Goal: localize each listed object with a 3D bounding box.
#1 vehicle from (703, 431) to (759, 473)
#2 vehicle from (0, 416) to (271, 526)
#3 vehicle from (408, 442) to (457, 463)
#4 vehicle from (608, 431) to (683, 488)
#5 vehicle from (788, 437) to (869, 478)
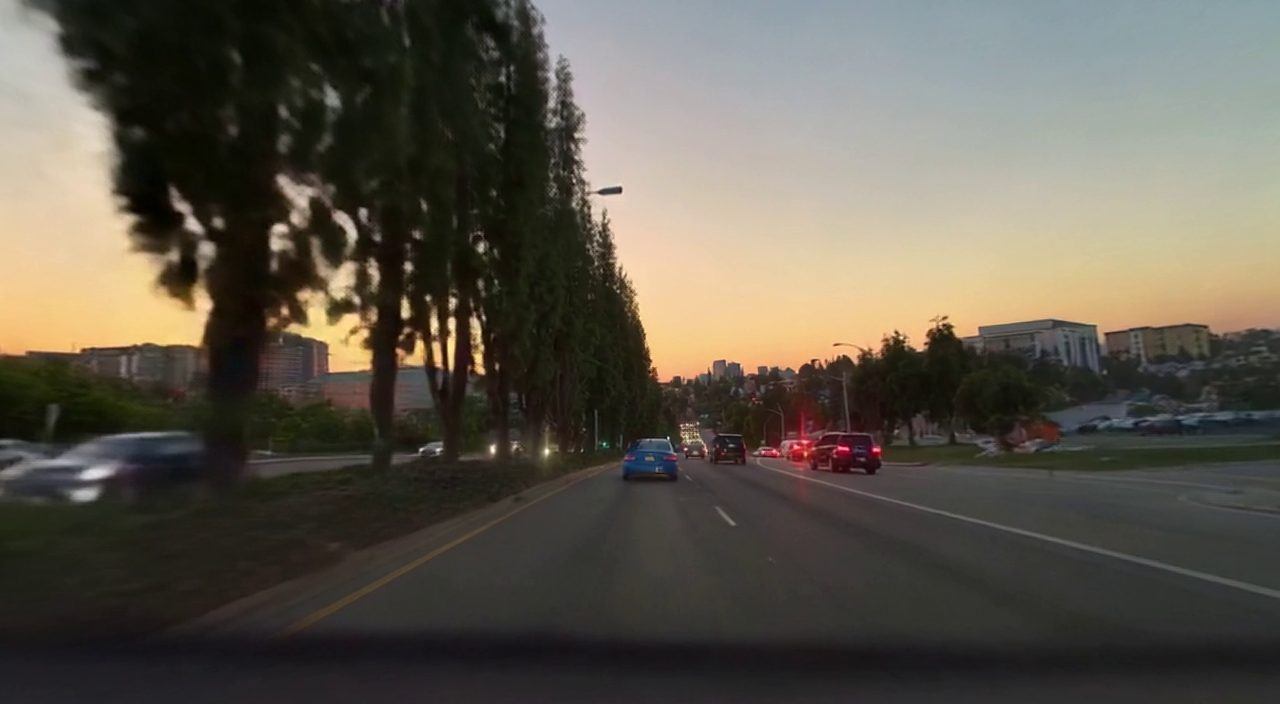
[{"bbox_3d":[4.104,4.611,29.128,1.976,1.796,4.159,0,-8,0],"label":"vehicle"},{"bbox_3d":[-8.998,2.023,11.218,2.074,1.543,4.536,0,-8,0],"label":"vehicle"},{"bbox_3d":[-15.747,7.663,48.039,2.036,1.524,4.590,0,-9,2],"label":"vehicle"},{"bbox_3d":[0.191,3.402,20.175,2.145,1.603,4.369,0,-8,1],"label":"vehicle"},{"bbox_3d":[7.489,4.223,25.470,1.928,1.488,4.361,0,-8,0],"label":"vehicle"}]
